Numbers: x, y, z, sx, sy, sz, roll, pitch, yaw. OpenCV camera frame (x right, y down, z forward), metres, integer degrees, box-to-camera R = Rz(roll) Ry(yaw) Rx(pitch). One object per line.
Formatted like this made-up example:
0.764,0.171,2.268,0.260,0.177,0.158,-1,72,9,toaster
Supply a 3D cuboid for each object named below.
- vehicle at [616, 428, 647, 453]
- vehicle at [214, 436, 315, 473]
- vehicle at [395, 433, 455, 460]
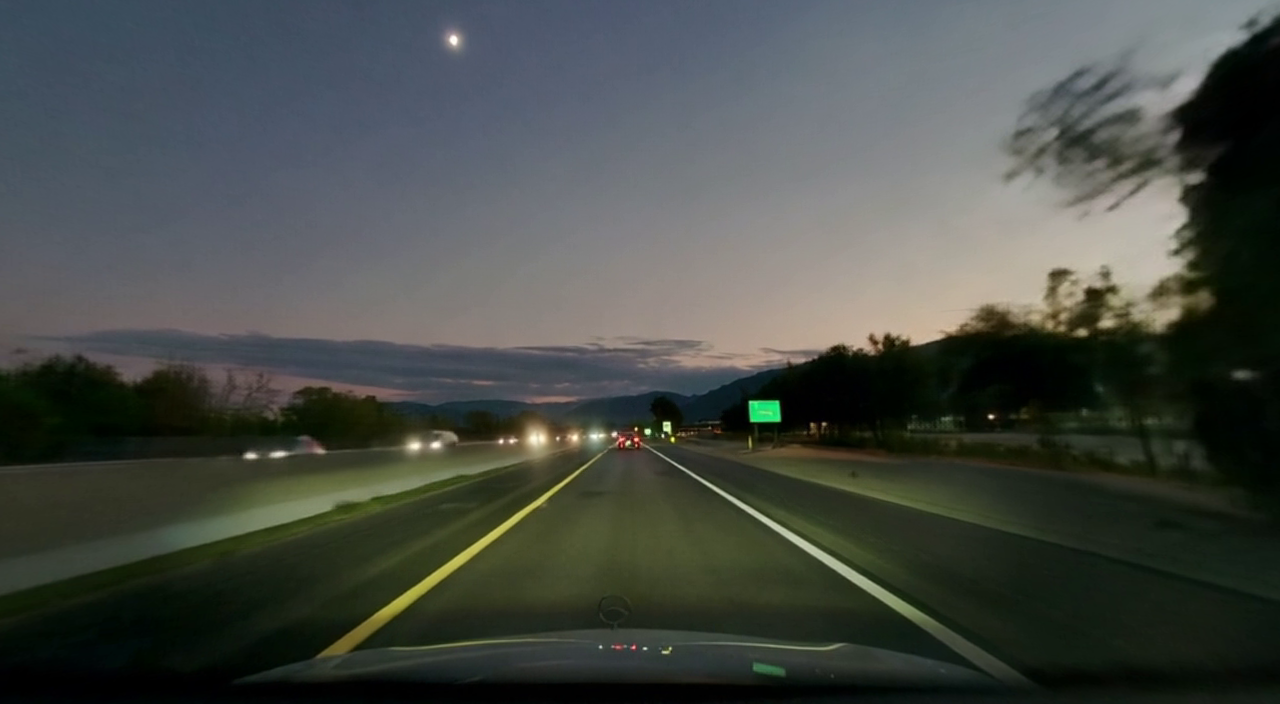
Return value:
-0.682,6.999,49.921,2.295,1.861,4.564,0,-8,-1,vehicle
-17.174,4.675,29.098,1.897,1.575,4.535,0,-8,-1,vehicle
-12.397,5.462,36.609,1.993,1.508,4.223,0,-8,-1,vehicle
